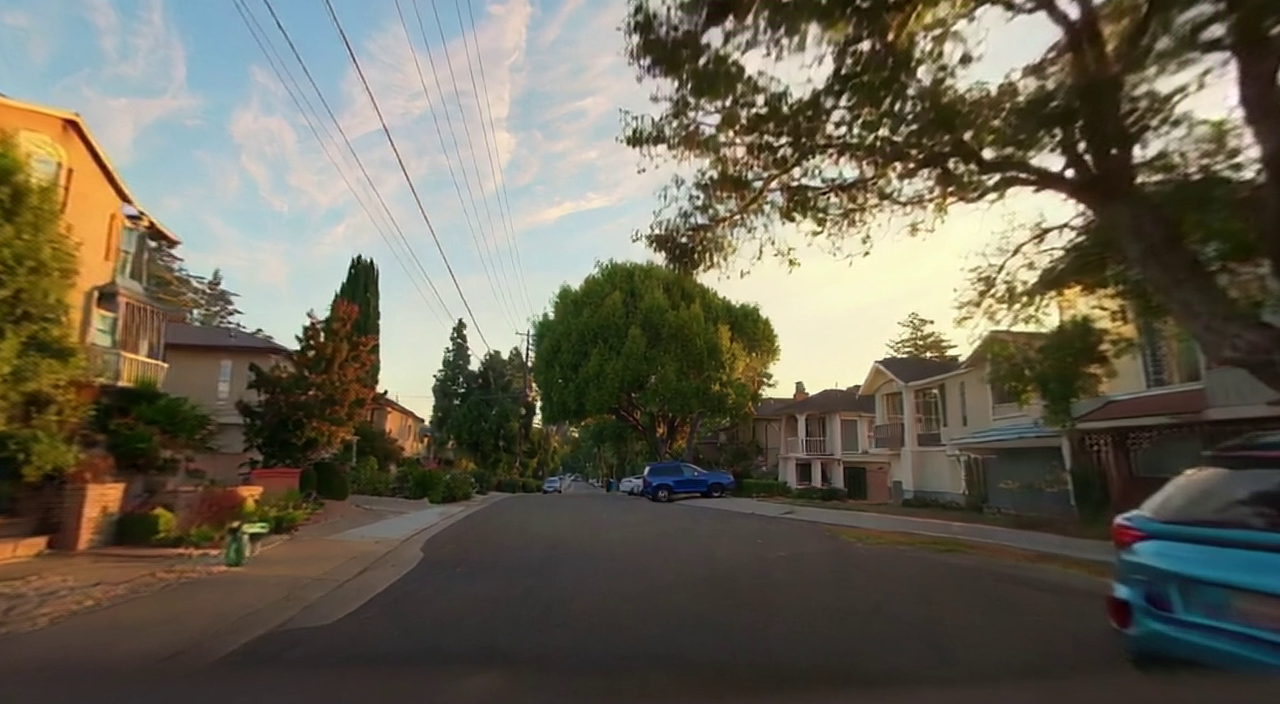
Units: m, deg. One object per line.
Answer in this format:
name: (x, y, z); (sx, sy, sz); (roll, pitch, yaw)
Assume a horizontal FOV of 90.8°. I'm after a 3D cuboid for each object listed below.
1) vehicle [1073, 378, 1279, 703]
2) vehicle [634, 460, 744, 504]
vehicle: (4.959, 1.269, 2.913); (4.501, 1.678, 2.078); (8, -9, -1)
vehicle: (2.068, 5.596, 27.378); (4.413, 1.728, 1.869); (1, -9, -10)
